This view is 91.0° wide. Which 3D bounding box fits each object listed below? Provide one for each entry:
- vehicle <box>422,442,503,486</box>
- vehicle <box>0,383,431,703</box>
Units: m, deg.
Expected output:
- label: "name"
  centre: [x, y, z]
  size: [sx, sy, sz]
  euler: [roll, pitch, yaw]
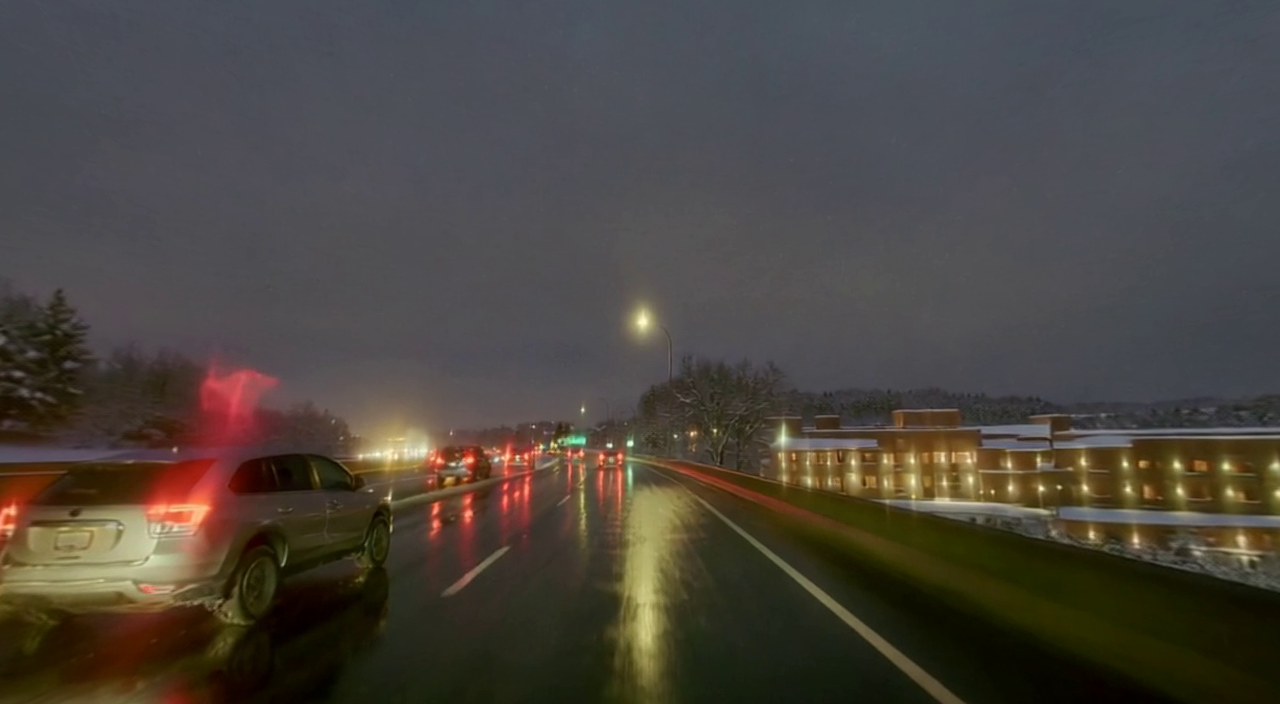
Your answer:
- label: "vehicle"
  centre: [-7.261, 4.632, 26.328]
  size: [2.075, 1.642, 4.638]
  euler: [0, -9, -1]
- label: "vehicle"
  centre: [-3.603, 1.354, 5.352]
  size: [2.036, 1.717, 4.592]
  euler: [0, -9, 0]
